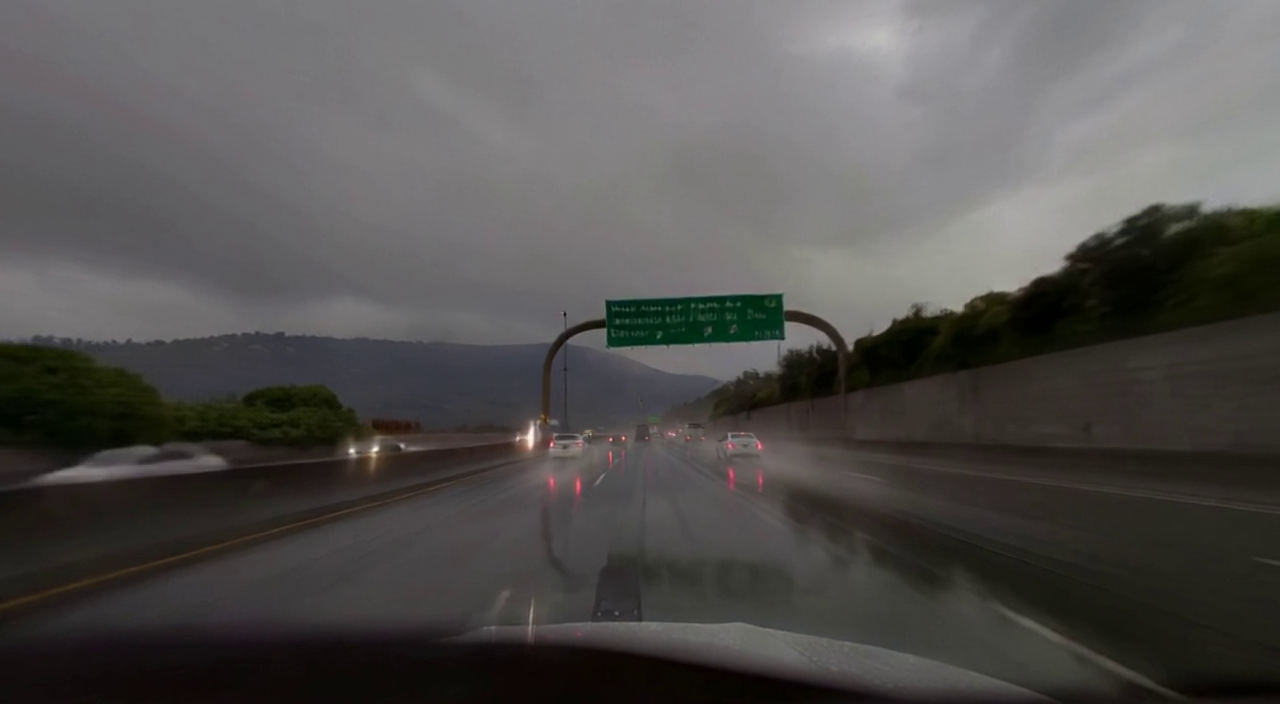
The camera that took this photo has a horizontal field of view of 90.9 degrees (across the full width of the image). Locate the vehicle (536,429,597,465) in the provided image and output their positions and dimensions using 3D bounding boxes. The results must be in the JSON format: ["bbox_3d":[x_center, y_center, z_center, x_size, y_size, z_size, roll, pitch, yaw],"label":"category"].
[{"bbox_3d":[-3.219,4.210,28.304,2.204,1.486,4.121,0,-8,1],"label":"vehicle"}]

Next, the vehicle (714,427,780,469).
[{"bbox_3d":[3.989,3.629,23.979,1.806,1.469,3.681,0,-8,-1],"label":"vehicle"}]
